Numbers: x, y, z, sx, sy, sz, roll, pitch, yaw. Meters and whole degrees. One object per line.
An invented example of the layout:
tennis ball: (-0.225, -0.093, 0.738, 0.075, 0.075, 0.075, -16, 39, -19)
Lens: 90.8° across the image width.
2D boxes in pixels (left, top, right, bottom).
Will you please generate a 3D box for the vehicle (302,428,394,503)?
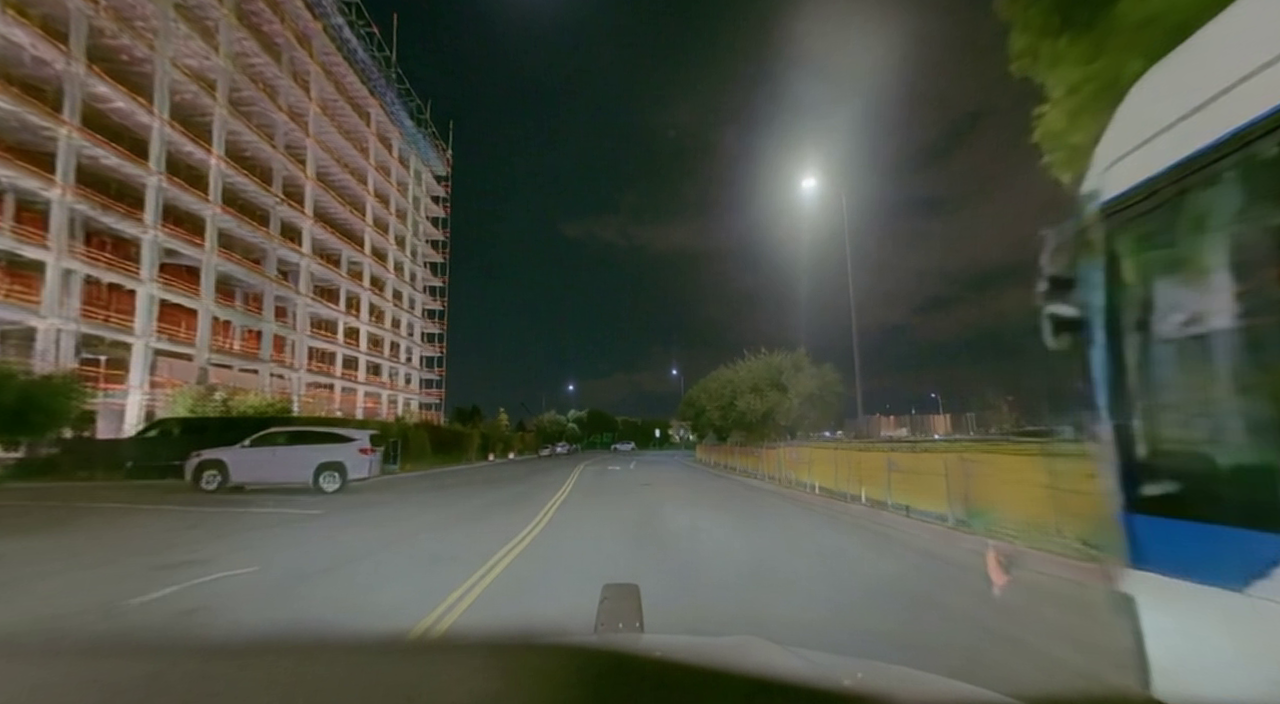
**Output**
vehicle: (-8.701, 3.346, 19.039, 1.515, 2.074, 2.668, 0, -7, -2)

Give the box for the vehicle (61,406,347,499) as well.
vehicle: (-14.105, 3.352, 21.162, 7.067, 2.785, 2.980, 2, -9, -10)

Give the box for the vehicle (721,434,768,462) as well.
vehicle: (7.689, 7.185, 47.244, 2.267, 1.911, 5.816, 0, -8, -3)
